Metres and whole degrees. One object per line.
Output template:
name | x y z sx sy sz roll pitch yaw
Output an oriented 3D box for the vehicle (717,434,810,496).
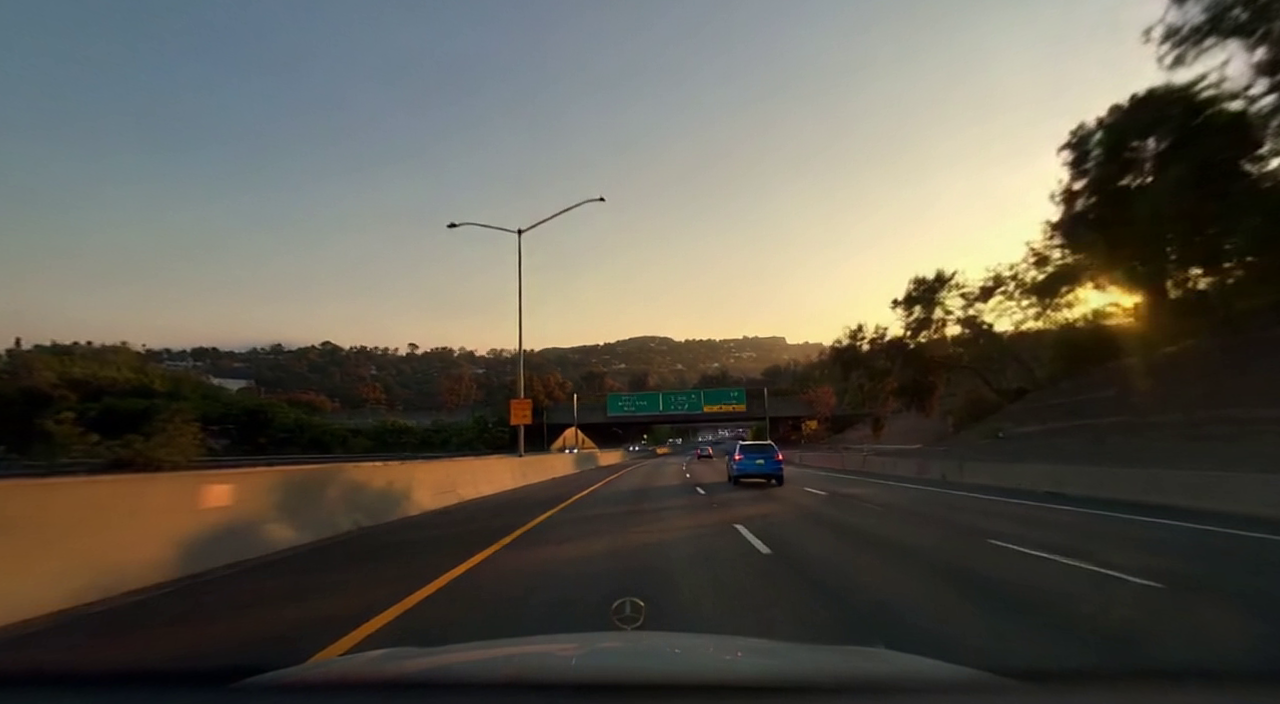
vehicle | 3.721 3.492 19.886 2.143 1.730 4.303 0 -8 1
